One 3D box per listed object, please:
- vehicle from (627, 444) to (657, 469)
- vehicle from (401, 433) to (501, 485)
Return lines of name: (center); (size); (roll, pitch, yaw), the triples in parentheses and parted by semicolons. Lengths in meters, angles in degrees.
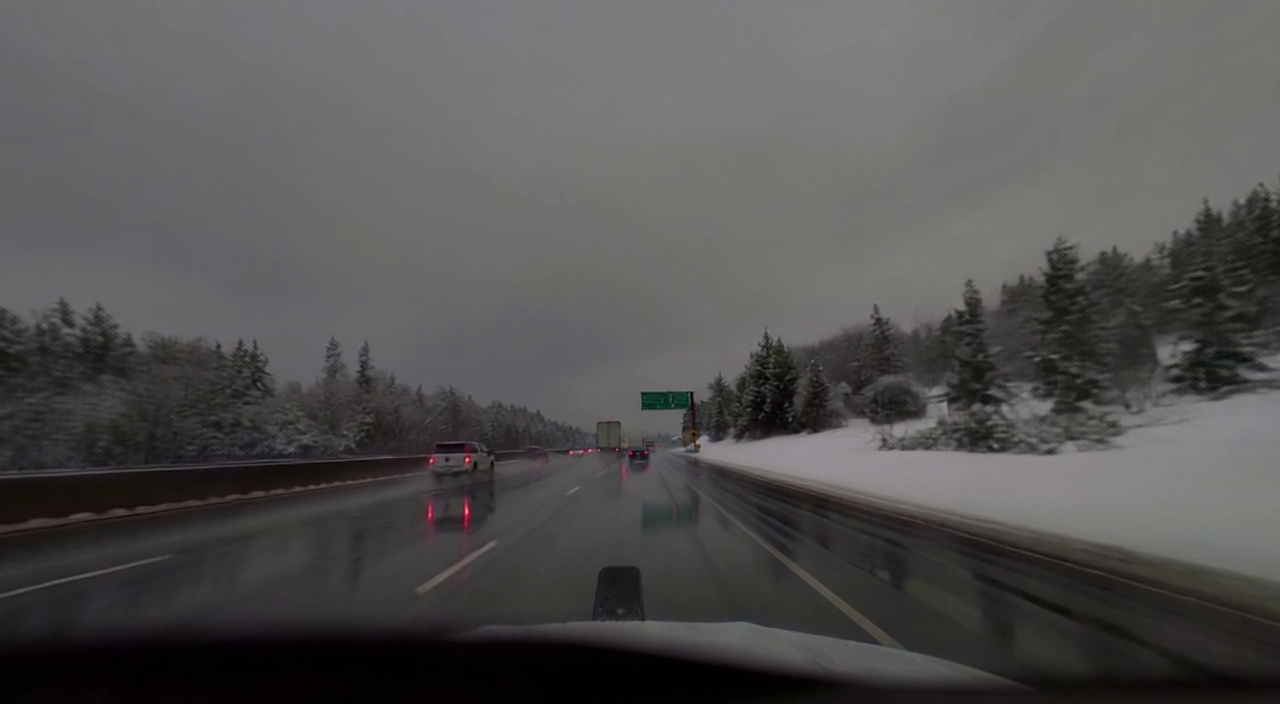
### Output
vehicle: (0.147, 7.035, 42.619); (1.931, 1.528, 4.126); (0, -8, 1)
vehicle: (-7.189, 4.130, 24.679); (2.115, 1.778, 5.572); (0, -8, 1)
